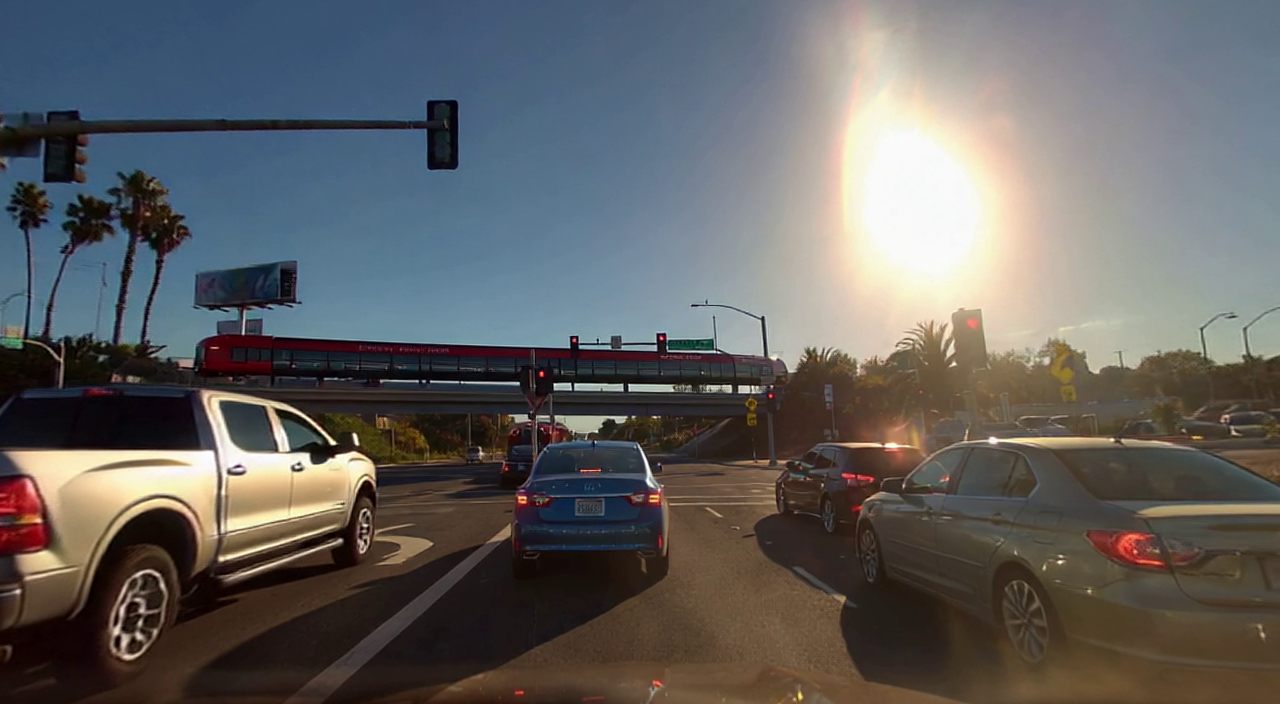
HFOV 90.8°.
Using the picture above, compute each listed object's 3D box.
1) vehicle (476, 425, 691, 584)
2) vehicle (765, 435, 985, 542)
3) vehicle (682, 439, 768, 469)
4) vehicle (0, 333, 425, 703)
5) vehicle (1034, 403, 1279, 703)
[{"bbox_3d":[-0.643,1.759,8.132,2.035,1.491,4.090,0,-9,-3],"label":"vehicle"},{"bbox_3d":[3.693,2.219,11.000,1.965,1.448,4.486,0,-9,-2],"label":"vehicle"},{"bbox_3d":[4.186,5.139,31.981,1.878,1.428,4.416,5,-10,-32],"label":"vehicle"},{"bbox_3d":[-3.862,1.220,5.655,2.078,1.838,5.448,0,-9,-2],"label":"vehicle"},{"bbox_3d":[3.883,0.892,2.202,2.052,1.496,4.541,0,-9,0],"label":"vehicle"}]
